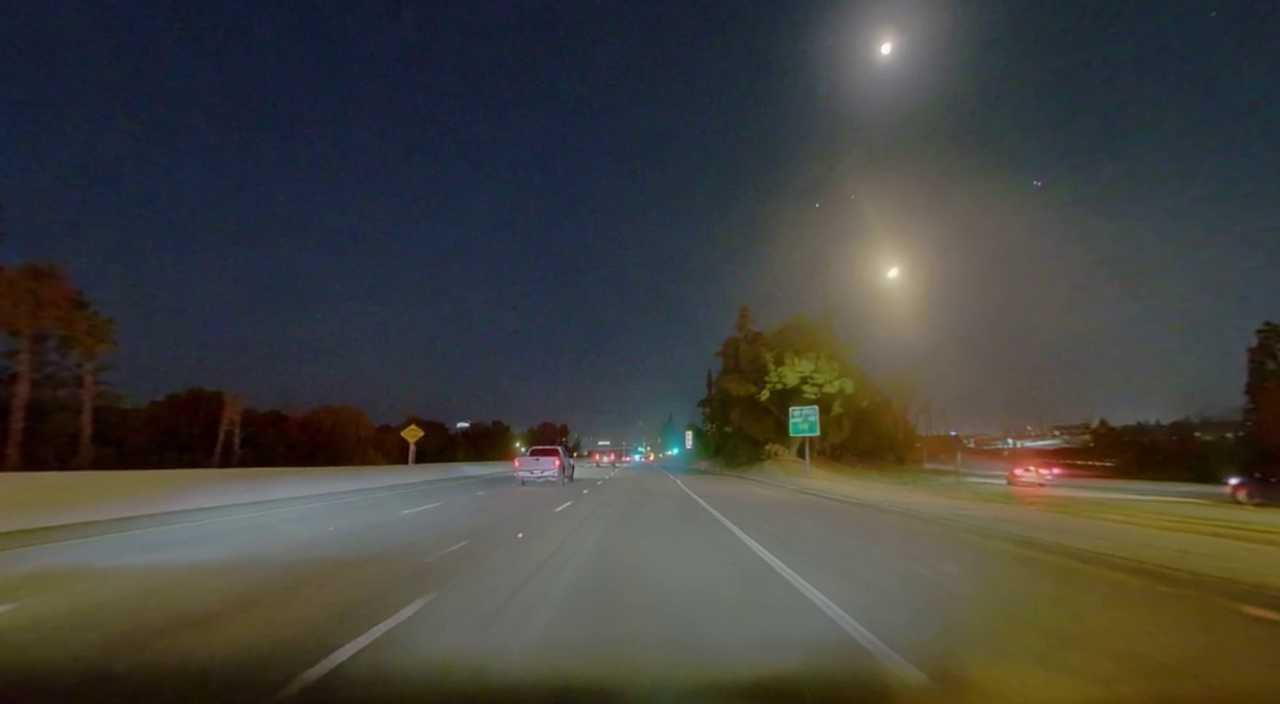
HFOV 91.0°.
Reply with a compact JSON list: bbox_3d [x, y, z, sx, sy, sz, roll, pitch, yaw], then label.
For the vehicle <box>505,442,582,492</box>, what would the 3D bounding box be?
[{"bbox_3d":[-3.610,4.412,24.591,2.162,1.747,4.791,0,-9,1],"label":"vehicle"}]
